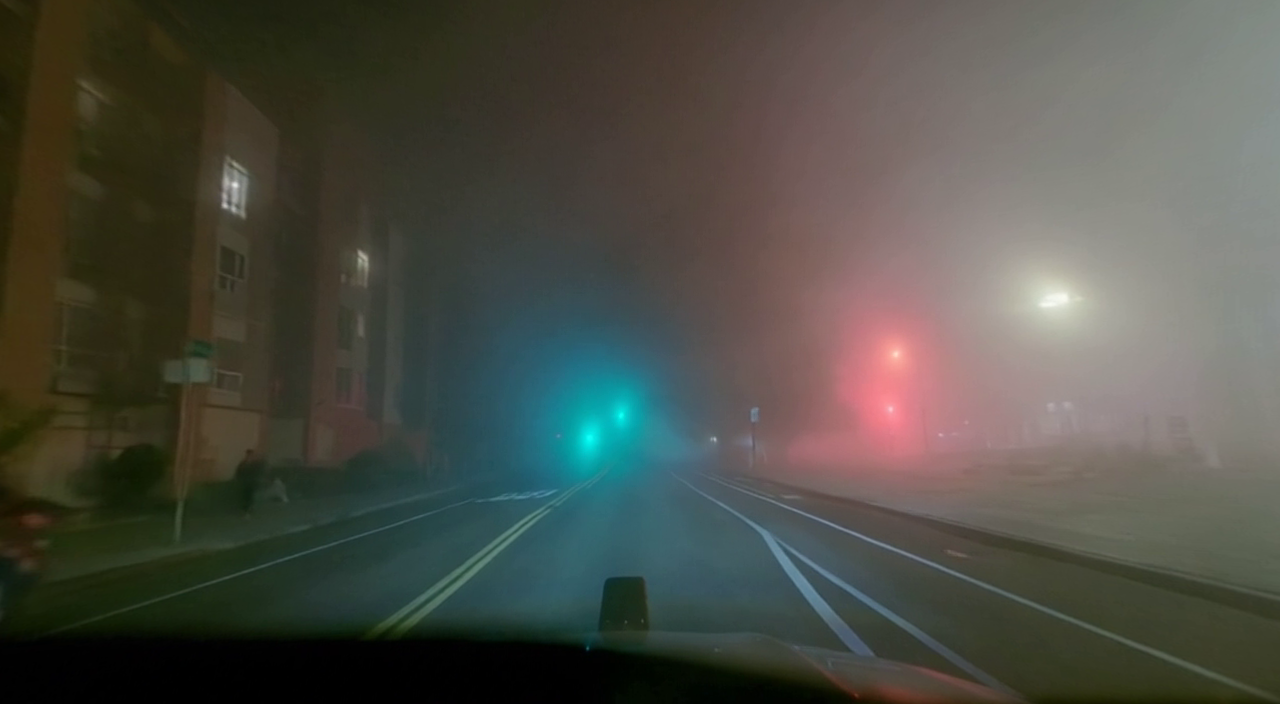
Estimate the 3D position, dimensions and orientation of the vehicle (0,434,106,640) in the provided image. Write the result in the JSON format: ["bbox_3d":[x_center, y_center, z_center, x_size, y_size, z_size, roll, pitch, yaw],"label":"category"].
[{"bbox_3d":[-6.423,1.327,3.775,2.147,1.701,4.879,0,-8,0],"label":"vehicle"}]
